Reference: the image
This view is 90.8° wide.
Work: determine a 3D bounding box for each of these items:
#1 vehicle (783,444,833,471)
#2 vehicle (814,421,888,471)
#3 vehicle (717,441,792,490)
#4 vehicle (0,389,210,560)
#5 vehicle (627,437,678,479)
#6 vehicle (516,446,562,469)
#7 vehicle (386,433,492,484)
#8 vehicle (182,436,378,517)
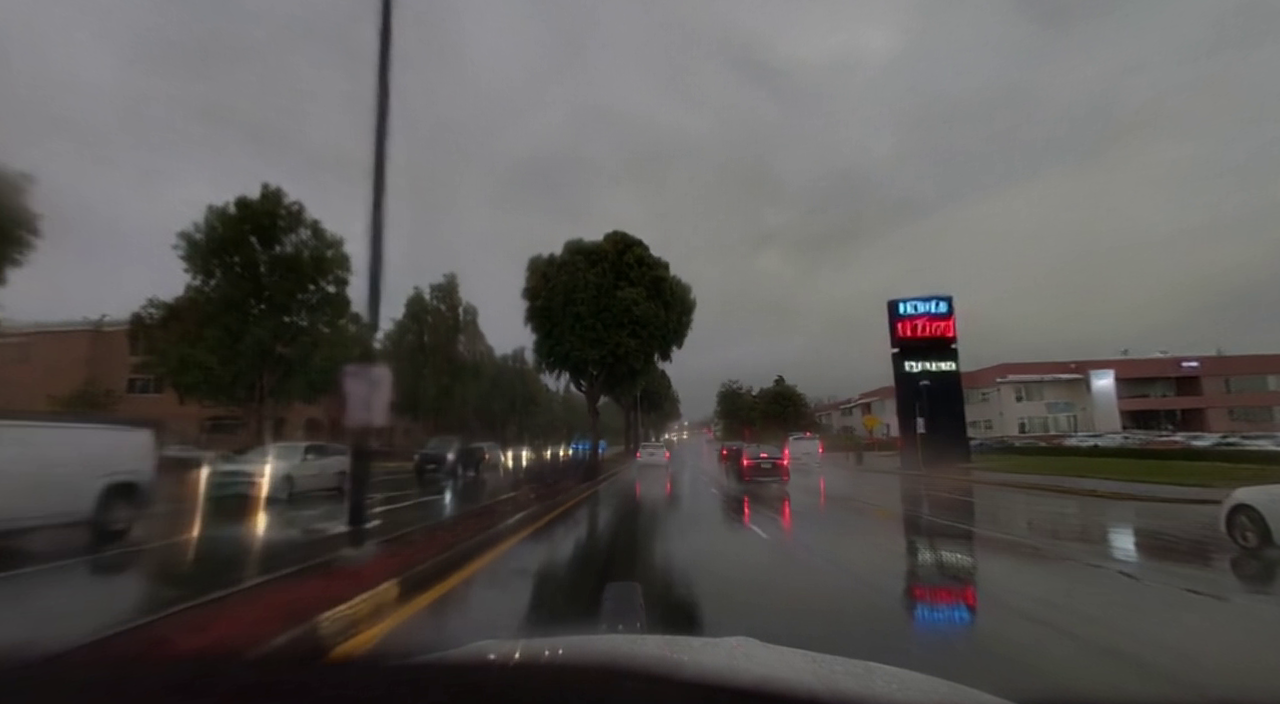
[{"bbox_3d":[9.705,6.109,36.851,1.860,1.475,4.488,0,-9,2],"label":"vehicle"},{"bbox_3d":[13.192,5.950,40.080,2.790,2.897,6.326,-1,-9,4],"label":"vehicle"},{"bbox_3d":[3.791,3.806,21.567,1.852,1.498,3.825,0,-9,0],"label":"vehicle"},{"bbox_3d":[-8.669,1.553,8.162,2.460,1.970,5.271,0,-9,0],"label":"vehicle"},{"bbox_3d":[0.586,4.645,27.789,2.101,1.694,3.979,0,-9,2],"label":"vehicle"},{"bbox_3d":[-6.664,6.986,42.098,1.992,1.465,4.458,-1,-9,5],"label":"vehicle"},{"bbox_3d":[-7.936,4.279,25.694,2.218,1.819,5.732,0,-9,3],"label":"vehicle"},{"bbox_3d":[-8.582,2.977,15.759,1.920,1.590,5.041,-3,-8,1],"label":"vehicle"}]
